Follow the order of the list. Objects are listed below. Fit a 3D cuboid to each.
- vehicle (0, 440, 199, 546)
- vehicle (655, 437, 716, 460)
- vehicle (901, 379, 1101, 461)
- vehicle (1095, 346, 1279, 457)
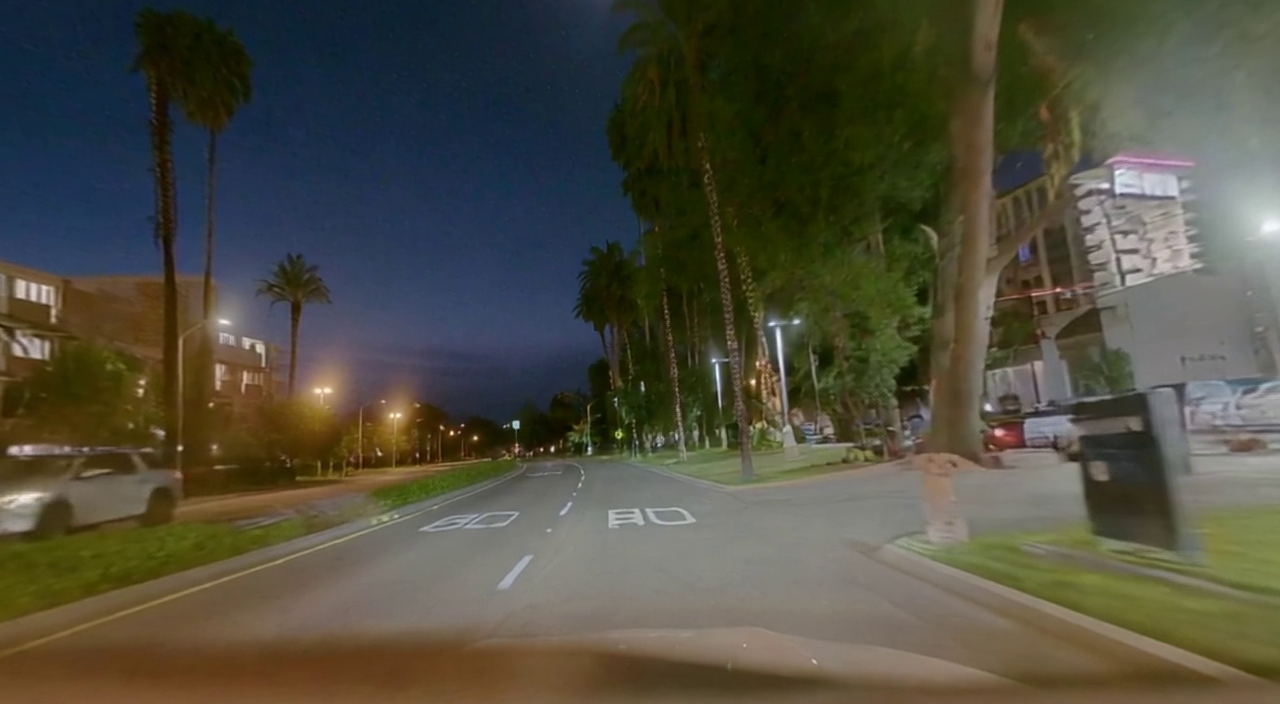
[{"bbox_3d":[-12.977,3.026,14.308,2.239,1.955,5.017,0,-8,-1],"label":"vehicle"},{"bbox_3d":[3.436,7.207,47.017,4.248,1.663,2.180,8,-11,-43],"label":"vehicle"},{"bbox_3d":[11.486,2.263,20.315,4.873,1.955,2.245,-6,-11,-1],"label":"vehicle"},{"bbox_3d":[10.610,0.876,10.418,4.423,1.662,2.097,0,-8,1],"label":"vehicle"}]
